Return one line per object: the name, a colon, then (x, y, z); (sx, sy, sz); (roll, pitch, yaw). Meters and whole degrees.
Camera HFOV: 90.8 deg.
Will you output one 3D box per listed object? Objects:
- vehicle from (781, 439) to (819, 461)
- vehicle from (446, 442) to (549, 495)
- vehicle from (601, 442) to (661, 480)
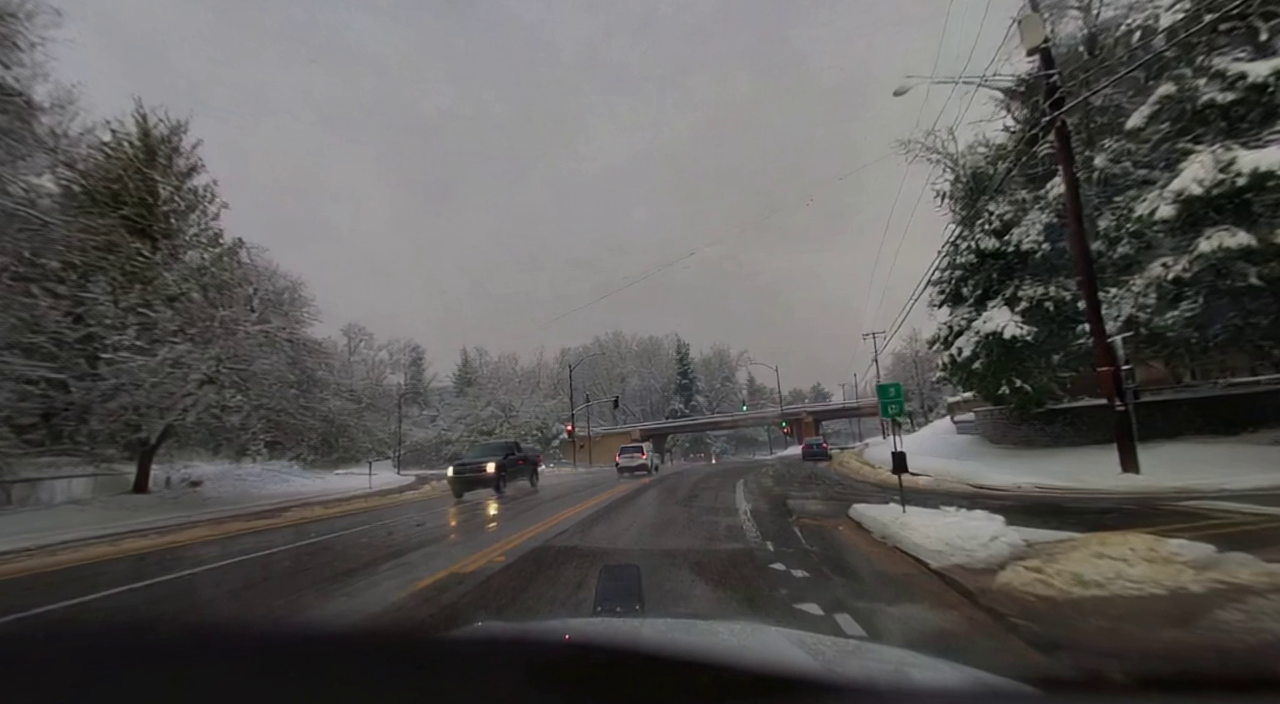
vehicle: (11.784, 7.169, 46.198); (2.058, 1.475, 4.587); (-3, -9, 22)
vehicle: (-5.493, 4.569, 25.336); (2.177, 1.871, 5.550); (-1, -9, 7)
vehicle: (-0.312, 4.897, 28.717); (1.997, 1.542, 4.202); (-1, -9, 9)
